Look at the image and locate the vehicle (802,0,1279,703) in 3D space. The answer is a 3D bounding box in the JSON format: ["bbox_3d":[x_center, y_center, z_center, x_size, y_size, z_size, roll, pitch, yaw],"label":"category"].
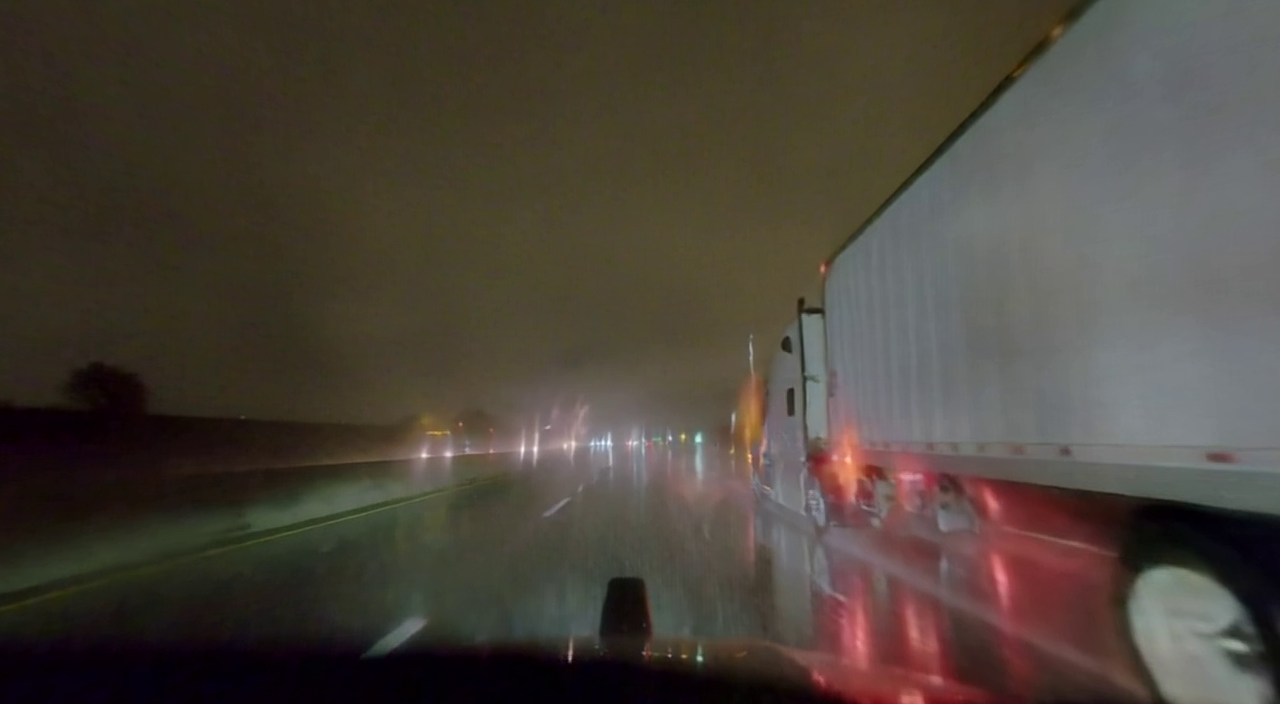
[{"bbox_3d":[4.035,0.004,4.028,2.870,3.768,11.872,0,-8,0],"label":"vehicle"}]
